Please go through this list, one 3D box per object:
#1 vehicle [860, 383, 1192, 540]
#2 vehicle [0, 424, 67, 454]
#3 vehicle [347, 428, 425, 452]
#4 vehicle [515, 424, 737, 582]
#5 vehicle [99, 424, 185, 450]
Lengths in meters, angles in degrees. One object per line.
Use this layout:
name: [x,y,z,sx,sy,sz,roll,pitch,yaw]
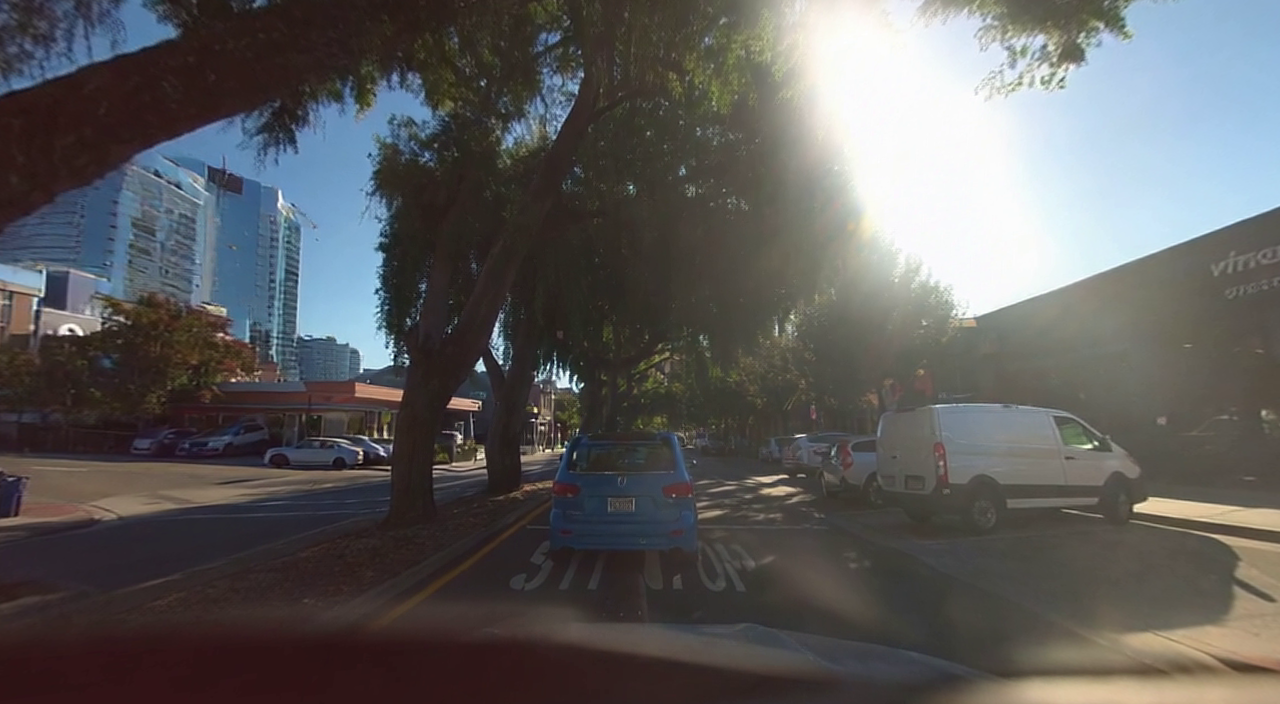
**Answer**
vehicle: [6.652,1.821,10.870,5.385,2.146,2.143,4,-9,-25]
vehicle: [-31.832,4.367,31.672,4.168,1.458,1.904,0,-9,-2]
vehicle: [-18.453,6.428,46.065,4.892,1.679,1.927,1,-9,-6]
vehicle: [-0.194,1.746,8.220,2.065,1.450,4.522,0,-8,-2]
vehicle: [-31.804,5.455,40.411,3.915,1.574,1.850,0,-9,3]
